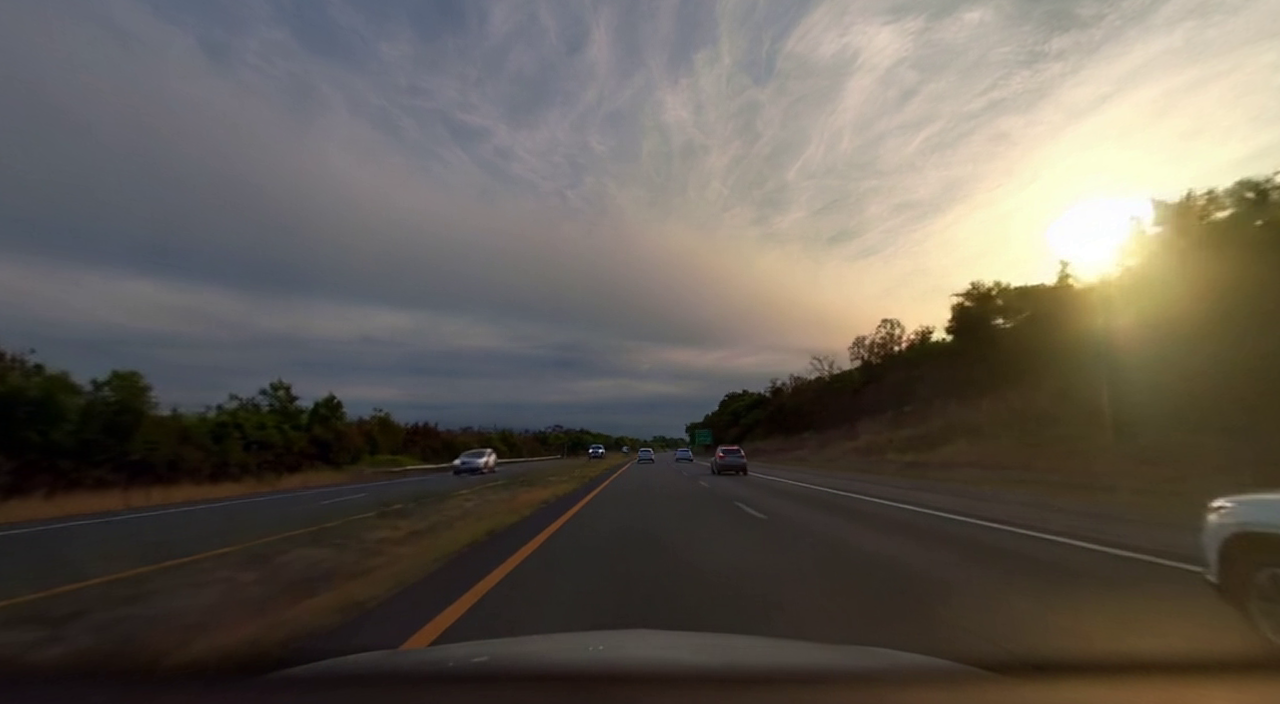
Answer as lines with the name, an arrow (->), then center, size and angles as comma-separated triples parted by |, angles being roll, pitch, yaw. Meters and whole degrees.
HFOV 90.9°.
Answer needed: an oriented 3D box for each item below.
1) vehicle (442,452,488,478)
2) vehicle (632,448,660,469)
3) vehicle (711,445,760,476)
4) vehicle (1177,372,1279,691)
vehicle -> -12.040, 7.773, 43.570 | 1.952, 1.629, 4.189 | 0, -9, 0
vehicle -> 0.444, 7.880, 46.752 | 1.991, 1.459, 3.769 | 0, -9, 0
vehicle -> 5.002, 5.714, 33.414 | 1.964, 1.513, 3.707 | 0, -9, -1
vehicle -> 4.219, 0.663, 1.641 | 1.978, 1.604, 4.128 | 0, -9, 1
